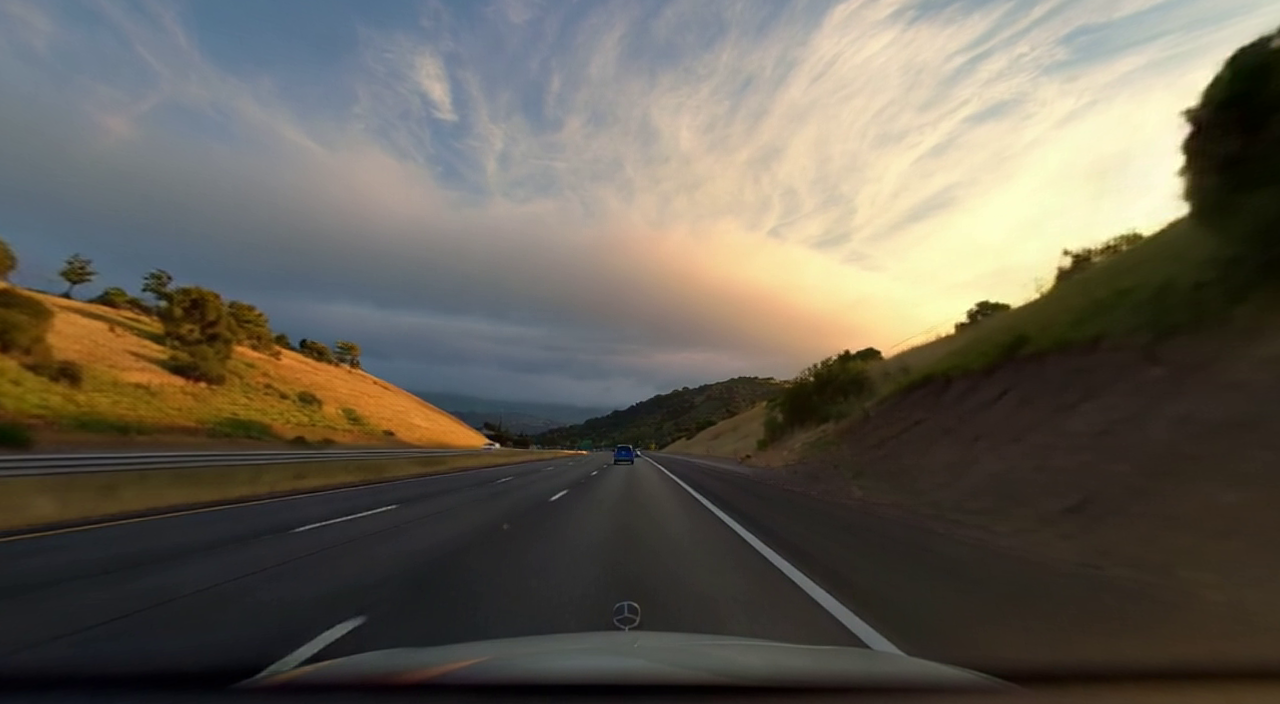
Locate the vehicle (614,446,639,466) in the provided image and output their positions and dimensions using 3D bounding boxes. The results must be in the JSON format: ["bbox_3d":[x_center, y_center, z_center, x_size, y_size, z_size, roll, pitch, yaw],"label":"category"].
[{"bbox_3d":[-1.046,8.134,49.348,1.891,1.456,3.806,0,-9,0],"label":"vehicle"}]
